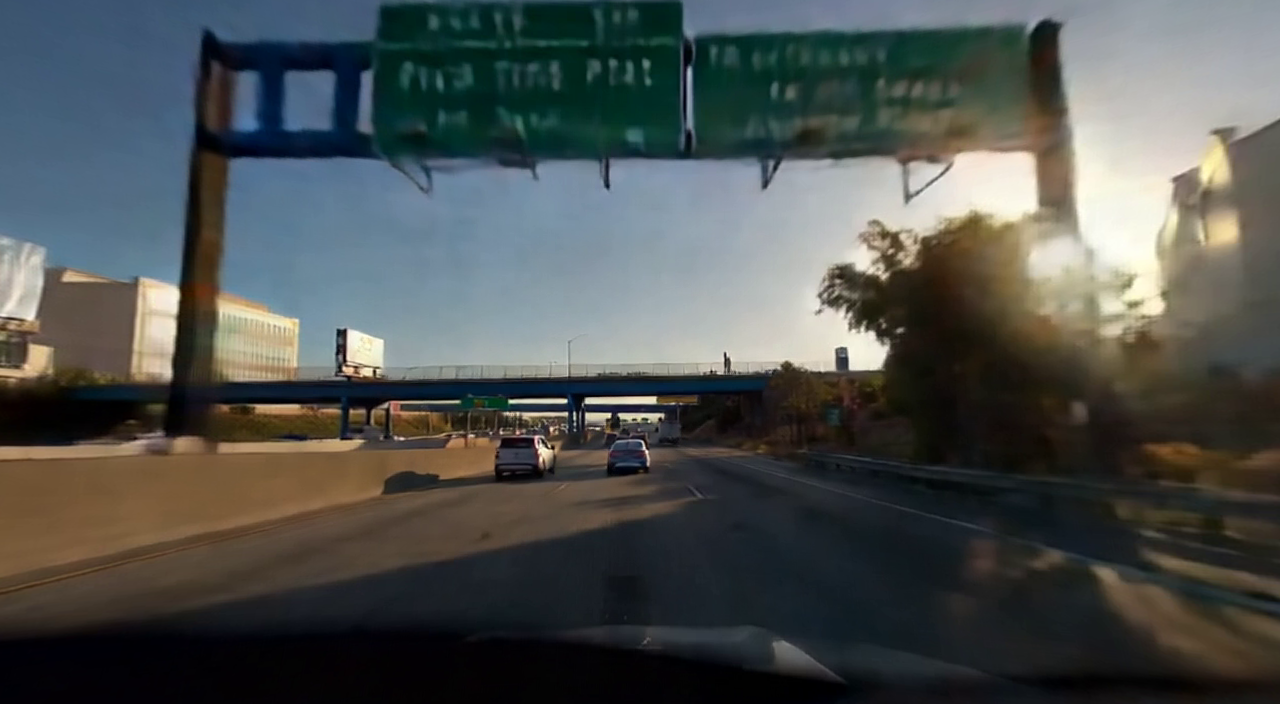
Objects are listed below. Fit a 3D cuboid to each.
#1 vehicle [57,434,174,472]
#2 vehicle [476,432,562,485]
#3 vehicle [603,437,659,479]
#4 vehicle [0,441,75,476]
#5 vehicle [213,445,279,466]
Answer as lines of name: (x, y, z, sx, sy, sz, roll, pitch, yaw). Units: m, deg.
vehicle: (-28.795, 5.561, 34.903, 2.092, 1.931, 5.045, 0, -8, 1)
vehicle: (-3.930, 3.547, 21.257, 2.064, 1.589, 4.213, 0, -8, 0)
vehicle: (-0.318, 3.878, 23.294, 1.877, 1.386, 3.872, 0, -8, 0)
vehicle: (-32.022, 5.455, 32.508, 2.033, 1.678, 4.024, 0, -8, -1)
vehicle: (-29.600, 7.779, 47.512, 1.817, 1.460, 4.548, -1, -8, 4)
